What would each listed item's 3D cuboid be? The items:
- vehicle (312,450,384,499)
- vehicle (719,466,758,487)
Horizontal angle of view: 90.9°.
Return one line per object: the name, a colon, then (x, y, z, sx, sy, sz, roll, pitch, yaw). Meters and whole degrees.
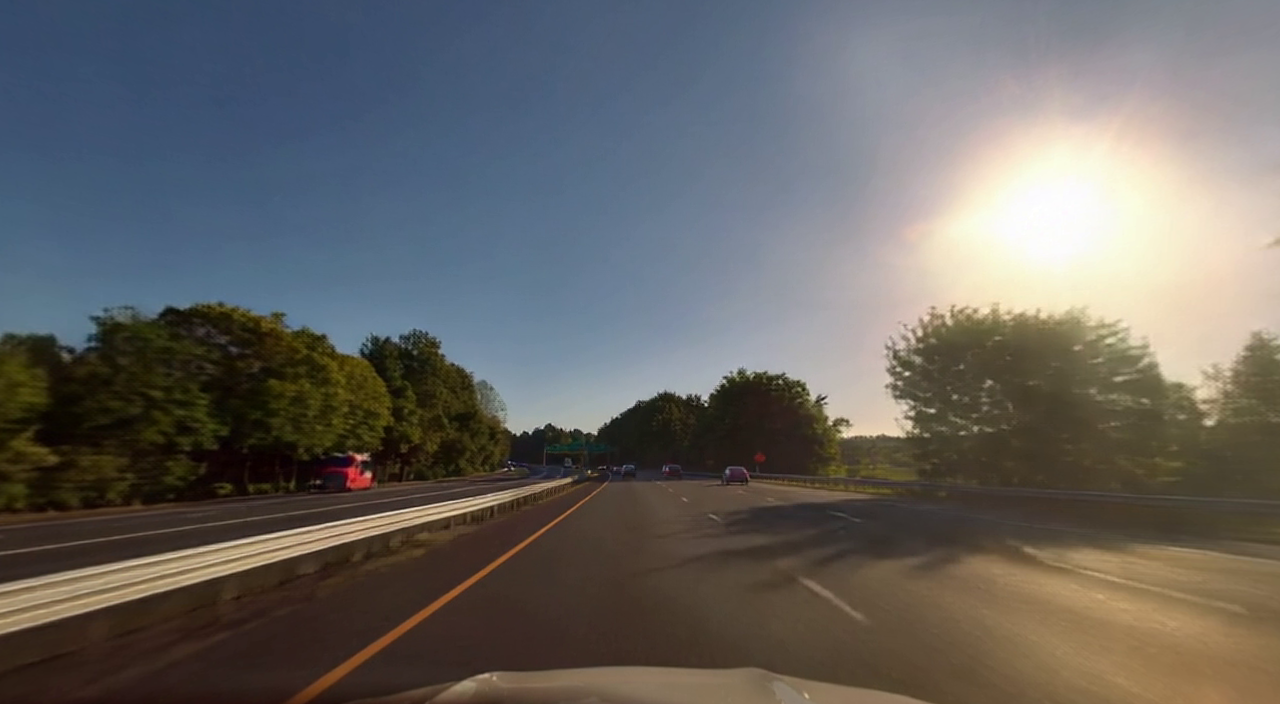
vehicle: (-21.043, 8.878, 45.877, 2.775, 3.214, 6.920, 2, -11, -9)
vehicle: (7.218, 9.190, 46.628, 2.024, 1.476, 4.352, 1, -10, -2)
